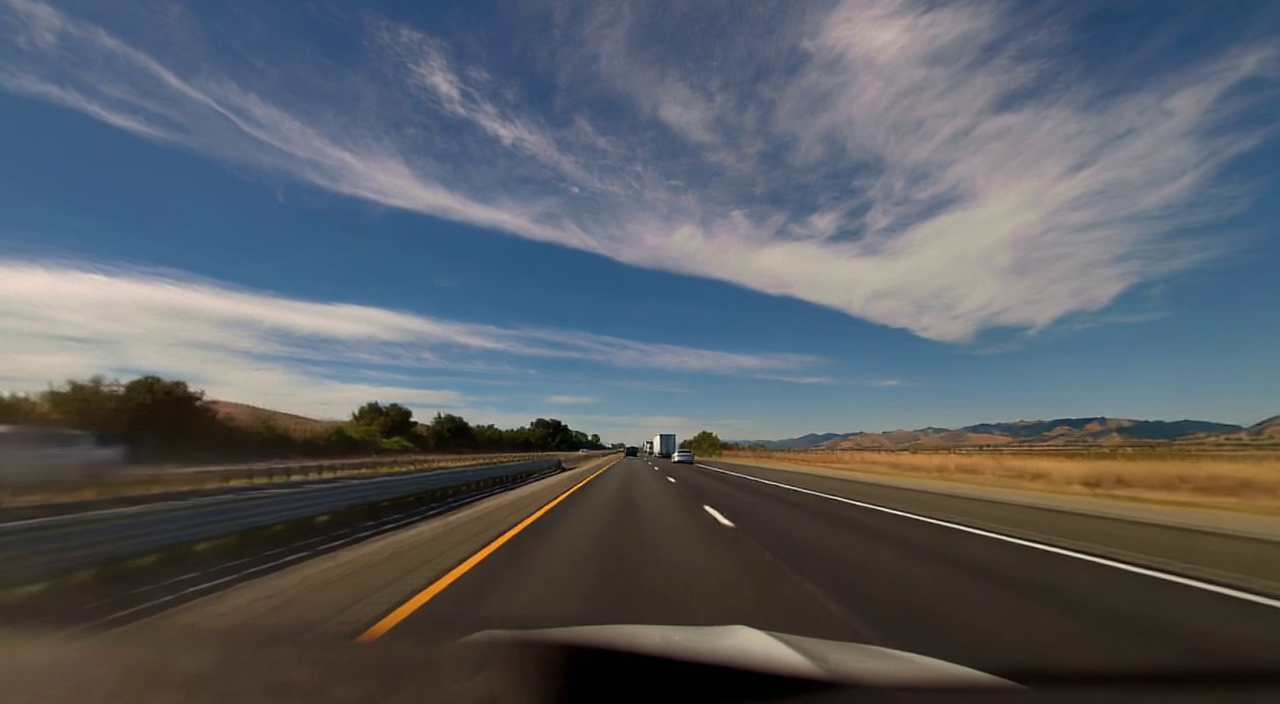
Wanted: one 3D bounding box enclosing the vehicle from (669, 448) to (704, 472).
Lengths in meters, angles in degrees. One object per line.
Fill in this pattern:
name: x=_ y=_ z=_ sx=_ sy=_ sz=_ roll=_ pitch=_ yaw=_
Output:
vehicle: x=2.951 y=6.941 z=40.659 sx=1.836 sy=1.459 sz=3.766 roll=0 pitch=-9 yaw=-2
